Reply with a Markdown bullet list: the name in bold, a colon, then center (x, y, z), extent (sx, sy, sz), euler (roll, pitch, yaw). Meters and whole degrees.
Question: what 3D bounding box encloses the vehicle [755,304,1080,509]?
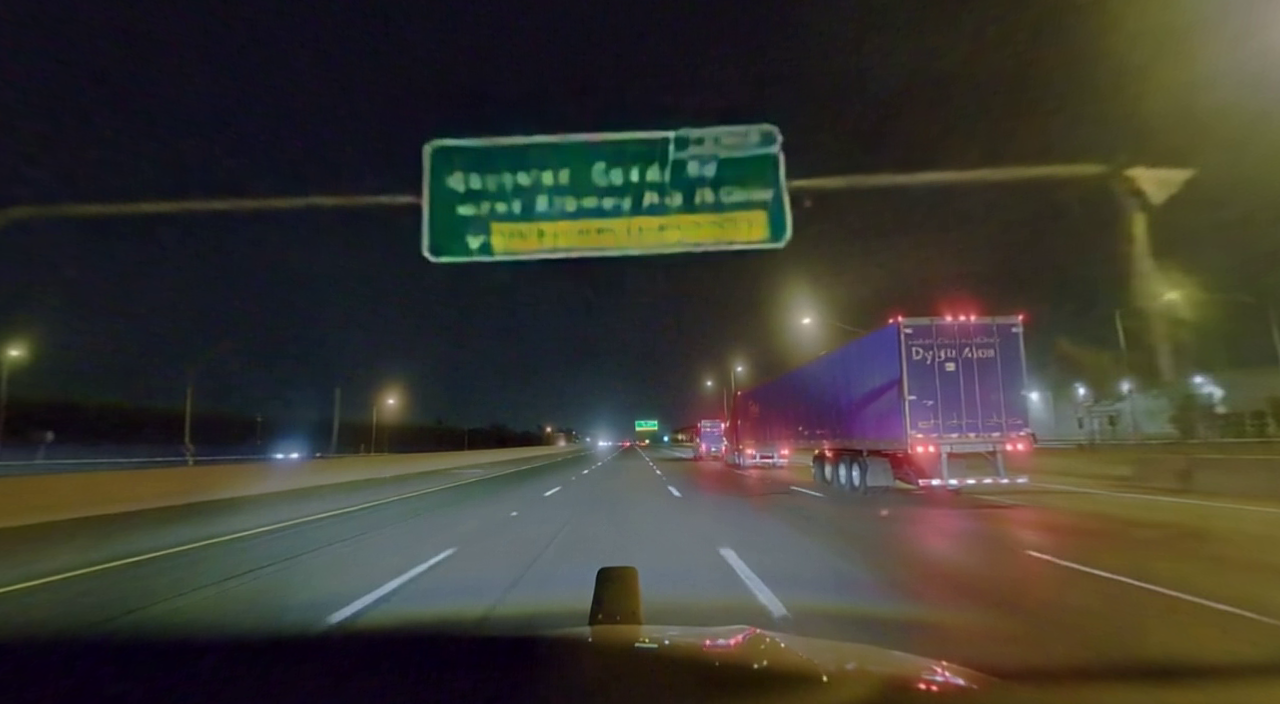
- **vehicle**: center (6.764, 2.174, 20.238), extent (2.962, 3.947, 16.241), euler (0, -8, -1)
